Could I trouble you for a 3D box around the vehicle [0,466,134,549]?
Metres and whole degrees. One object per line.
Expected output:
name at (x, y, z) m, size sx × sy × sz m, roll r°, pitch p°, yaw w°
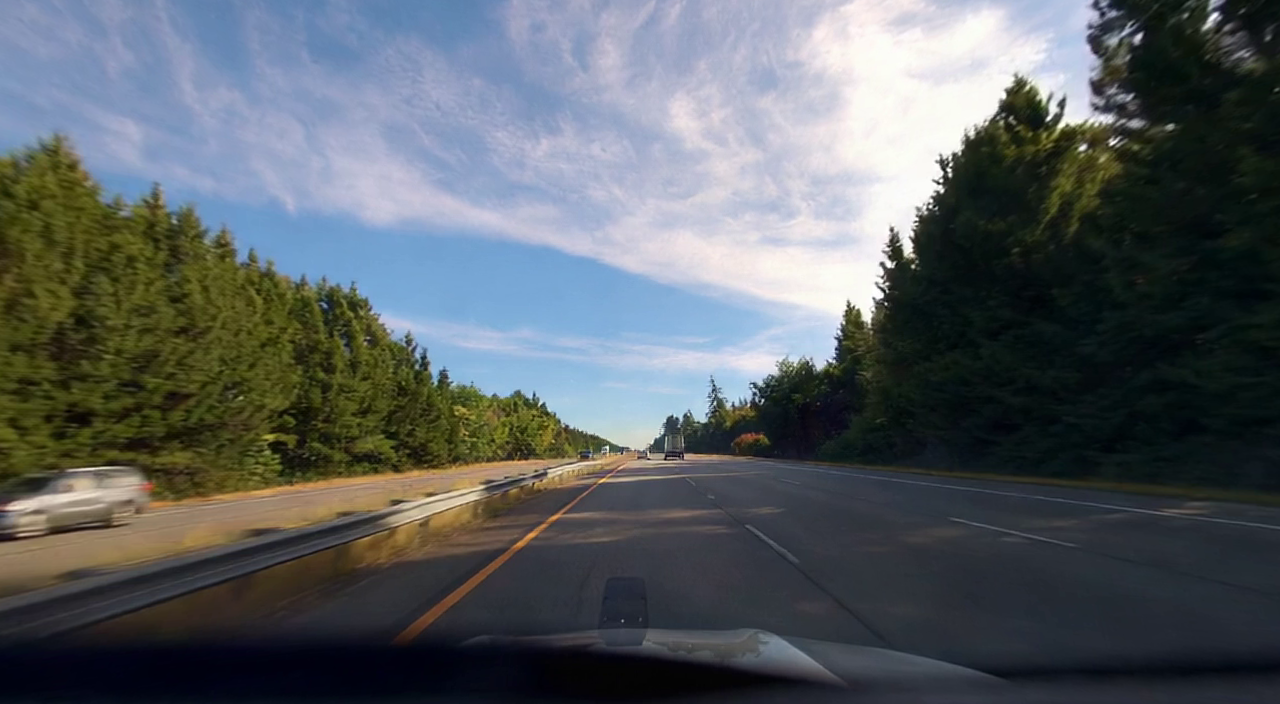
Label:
vehicle at (-13.063, 3.130, 12.893) m, size 1.850 × 1.475 × 4.290 m, roll 0°, pitch -9°, yaw 0°
